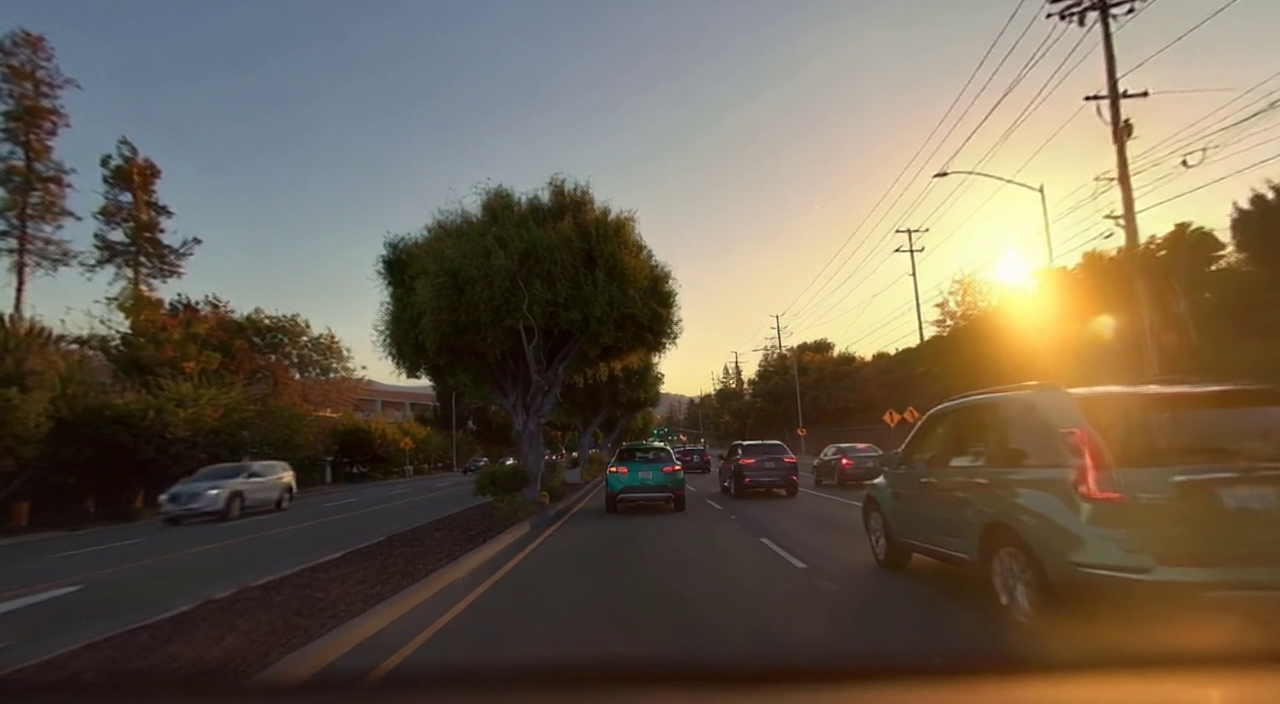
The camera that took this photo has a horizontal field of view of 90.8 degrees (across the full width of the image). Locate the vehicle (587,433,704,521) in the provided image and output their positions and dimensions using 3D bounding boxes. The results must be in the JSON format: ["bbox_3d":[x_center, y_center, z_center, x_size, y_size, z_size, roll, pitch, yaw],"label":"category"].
[{"bbox_3d":[0.088,2.677,14.102,2.199,1.641,4.232,0,-8,-1],"label":"vehicle"}]

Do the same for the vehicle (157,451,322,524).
[{"bbox_3d":[-12.409,4.158,20.118,2.107,1.931,5.015,0,-8,-2],"label":"vehicle"}]

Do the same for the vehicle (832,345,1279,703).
[{"bbox_3d":[3.397,1.200,5.302,2.097,1.818,4.625,0,-8,0],"label":"vehicle"}]

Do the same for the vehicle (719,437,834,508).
[{"bbox_3d":[3.348,3.049,16.431,2.064,1.591,4.081,0,-8,0],"label":"vehicle"}]
